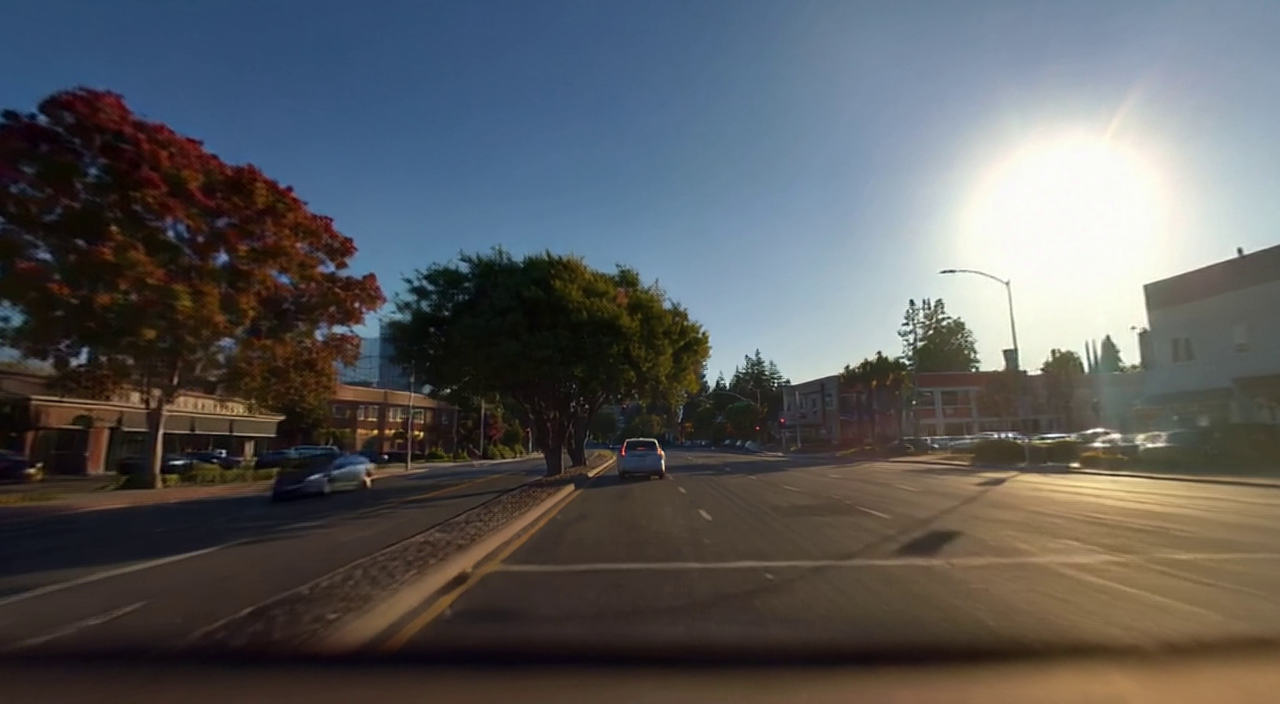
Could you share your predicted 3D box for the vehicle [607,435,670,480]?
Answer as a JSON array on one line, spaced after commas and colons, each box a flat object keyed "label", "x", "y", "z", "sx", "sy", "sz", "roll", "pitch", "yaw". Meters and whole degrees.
[{"label": "vehicle", "x": -0.053, "y": 3.764, "z": 22.774, "sx": 2.064, "sy": 1.477, "sz": 3.968, "roll": 0, "pitch": -8, "yaw": 0}]

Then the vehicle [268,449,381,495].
[{"label": "vehicle", "x": -11.341, "y": 4.310, "z": 23.090, "sx": 1.907, "sy": 1.485, "sz": 4.293, "roll": 0, "pitch": -8, "yaw": 0}]
